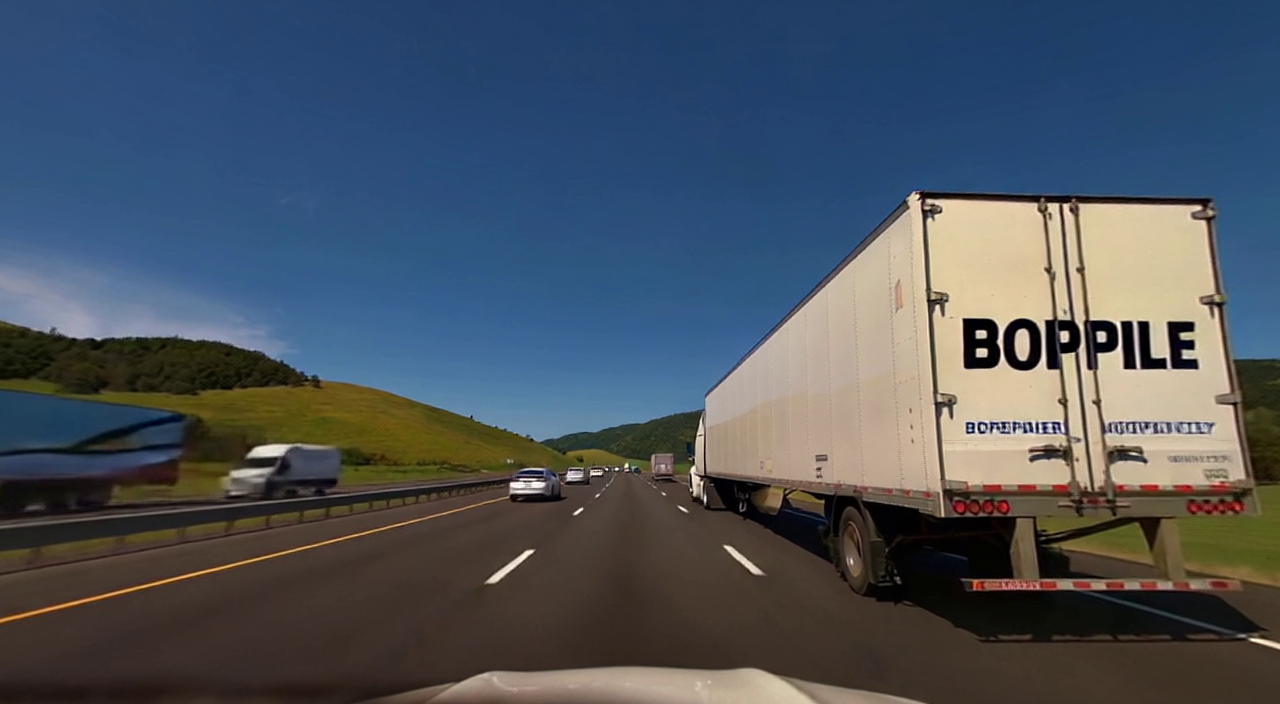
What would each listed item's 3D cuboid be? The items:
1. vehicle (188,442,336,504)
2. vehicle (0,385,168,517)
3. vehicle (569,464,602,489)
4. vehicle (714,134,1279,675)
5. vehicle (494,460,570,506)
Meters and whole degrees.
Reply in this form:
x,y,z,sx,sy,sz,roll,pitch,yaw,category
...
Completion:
x,y,z,sx,sy,sz,roll,pitch,yaw,category
-15.763,5.146,26.925,2.306,2.274,6.398,1,-11,0,vehicle
-19.704,2.681,17.274,2.843,3.696,13.964,1,-11,-1,vehicle
-4.047,9.320,47.239,2.063,1.671,4.197,1,-11,0,vehicle
3.744,1.543,11.667,2.839,4.062,14.051,1,-11,-1,vehicle
-4.085,5.116,24.774,2.088,1.566,4.853,1,-11,0,vehicle
